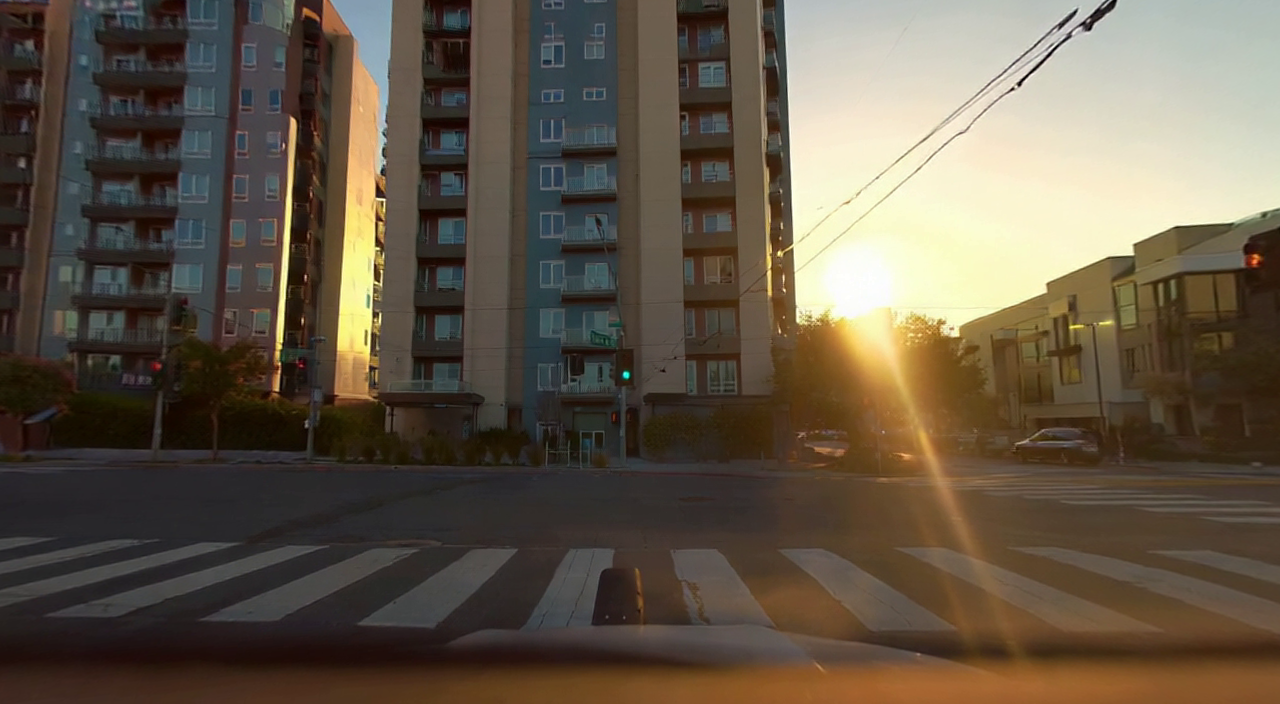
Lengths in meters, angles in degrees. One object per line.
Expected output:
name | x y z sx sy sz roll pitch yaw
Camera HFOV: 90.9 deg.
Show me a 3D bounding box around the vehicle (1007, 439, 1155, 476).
vehicle | 18.555 4.462 26.702 4.823 1.458 1.914 0 -9 -1
